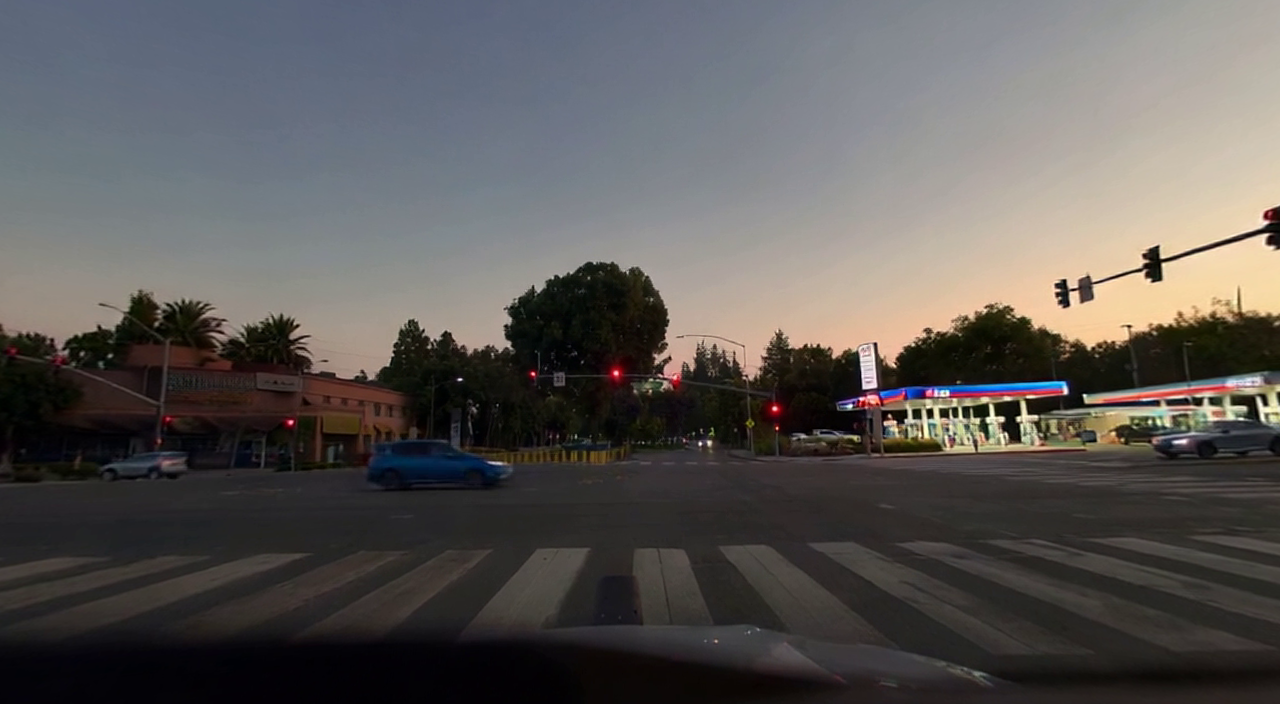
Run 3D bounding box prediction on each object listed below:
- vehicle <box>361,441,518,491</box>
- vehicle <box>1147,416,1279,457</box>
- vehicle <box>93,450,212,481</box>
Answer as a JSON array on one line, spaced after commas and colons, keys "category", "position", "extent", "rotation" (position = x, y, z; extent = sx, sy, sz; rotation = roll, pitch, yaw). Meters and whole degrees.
[{"category": "vehicle", "position": [-6.476, 3.704, 20.644], "extent": [4.488, 1.463, 1.888], "rotation": [-2, -8, 3]}, {"category": "vehicle", "position": [22.812, 3.258, 24.274], "extent": [4.696, 1.483, 1.898], "rotation": [-1, -8, 3]}, {"category": "vehicle", "position": [-30.999, 7.220, 40.131], "extent": [5.789, 1.893, 2.169], "rotation": [-1, -8, 3]}]
